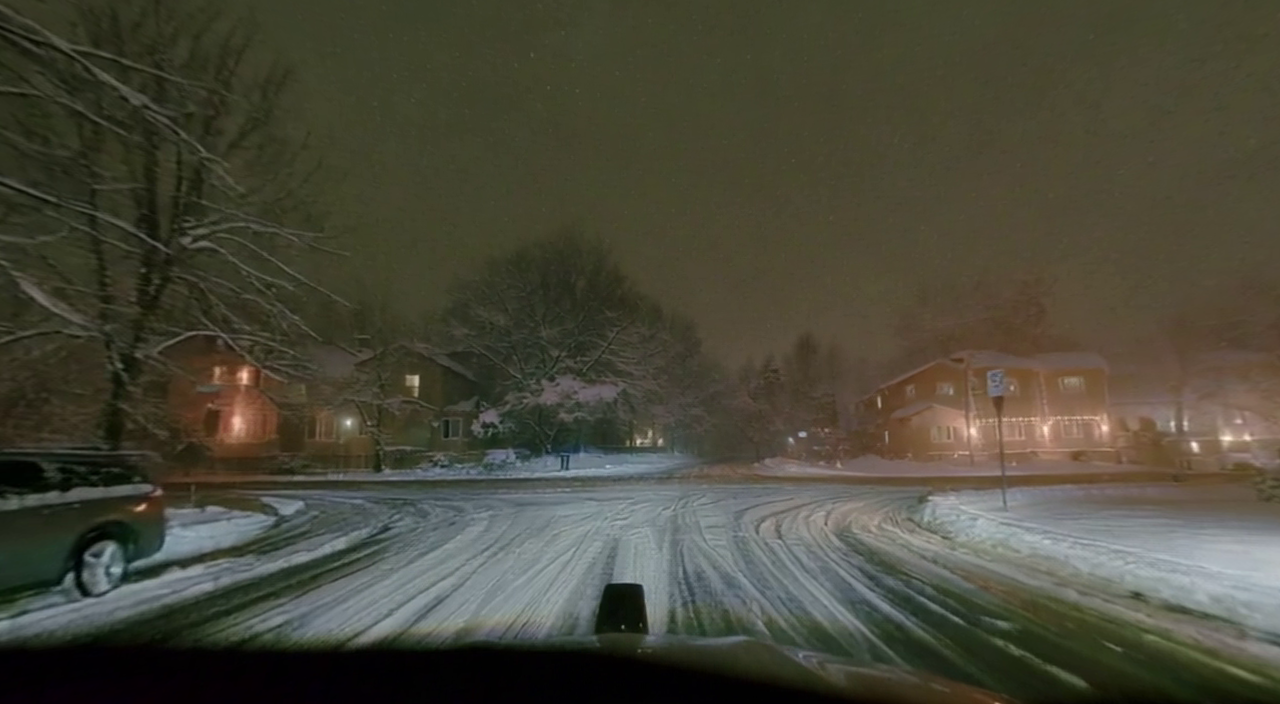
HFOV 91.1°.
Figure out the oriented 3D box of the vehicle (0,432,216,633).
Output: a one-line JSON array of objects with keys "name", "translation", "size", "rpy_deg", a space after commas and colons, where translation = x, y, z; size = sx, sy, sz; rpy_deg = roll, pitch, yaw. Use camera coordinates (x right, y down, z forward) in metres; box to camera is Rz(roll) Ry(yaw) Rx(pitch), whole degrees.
[{"name": "vehicle", "translation": [-5.633, 1.371, 4.409], "size": [1.943, 1.433, 4.717], "rpy_deg": [-6, -10, 2]}]
